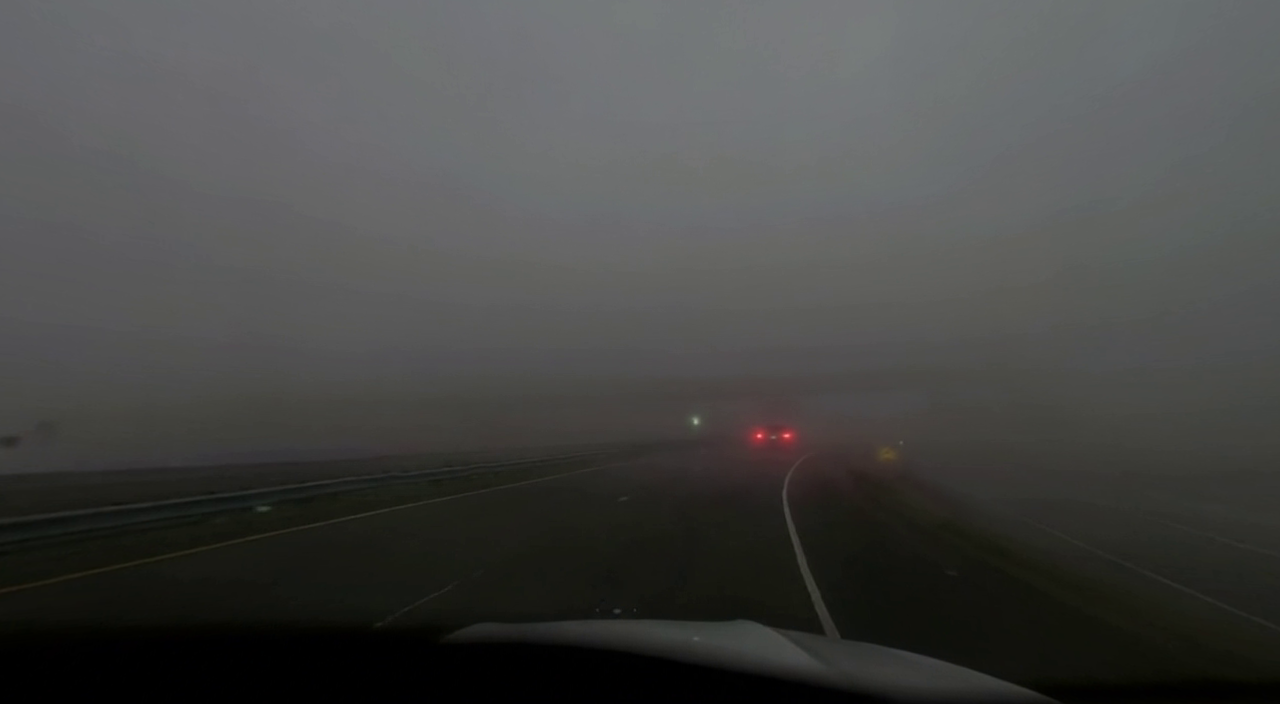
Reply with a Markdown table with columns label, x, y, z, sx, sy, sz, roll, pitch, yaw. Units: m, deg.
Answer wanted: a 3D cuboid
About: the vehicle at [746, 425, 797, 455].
| label | x | y | z | sx | sy | sz | roll | pitch | yaw |
| --- | --- | --- | --- | --- | --- | --- | --- | --- | --- |
| vehicle | 6.819 | 4.497 | 32.304 | 2.028 | 1.440 | 3.970 | -2 | -8 | 19 |
